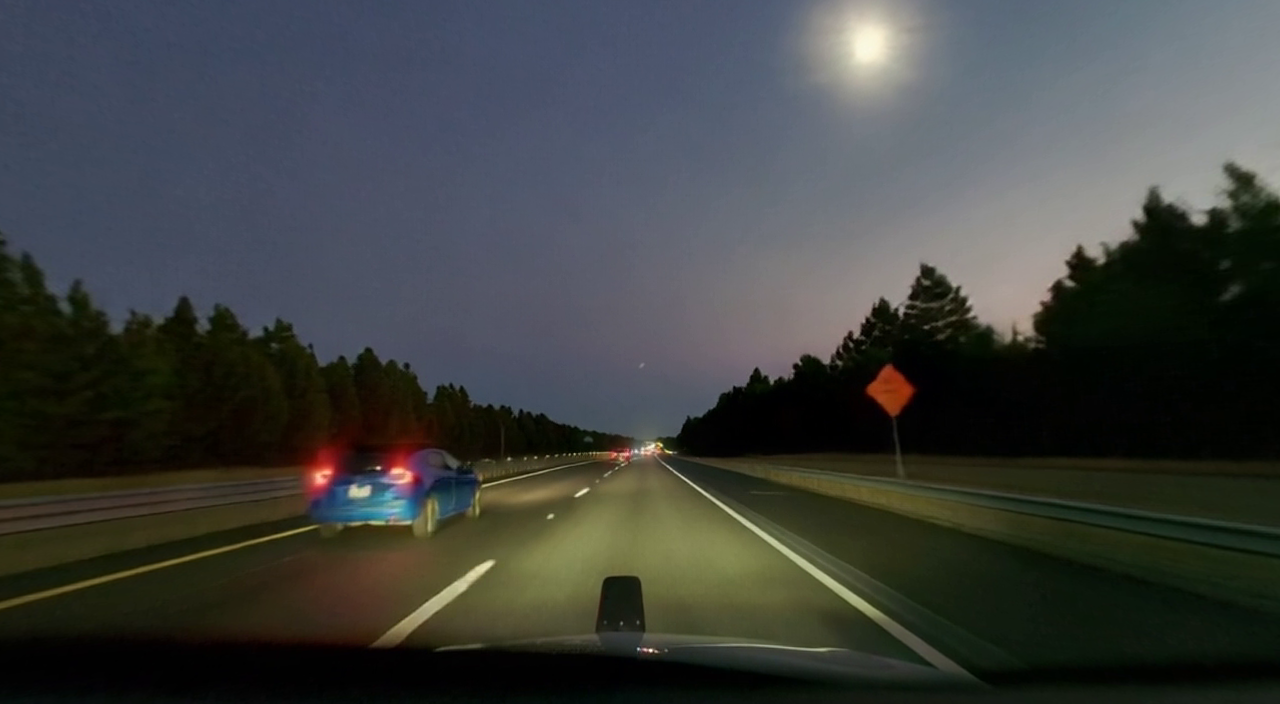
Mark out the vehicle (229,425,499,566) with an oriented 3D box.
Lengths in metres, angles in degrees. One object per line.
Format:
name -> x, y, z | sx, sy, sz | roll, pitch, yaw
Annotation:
vehicle -> -3.603, 1.938, 9.264 | 2.088, 1.586, 4.000 | 0, -8, 1

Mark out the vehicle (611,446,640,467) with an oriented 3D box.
vehicle -> -1.017, 7.508, 45.513 | 1.917, 1.450, 3.997 | 0, -8, 2
